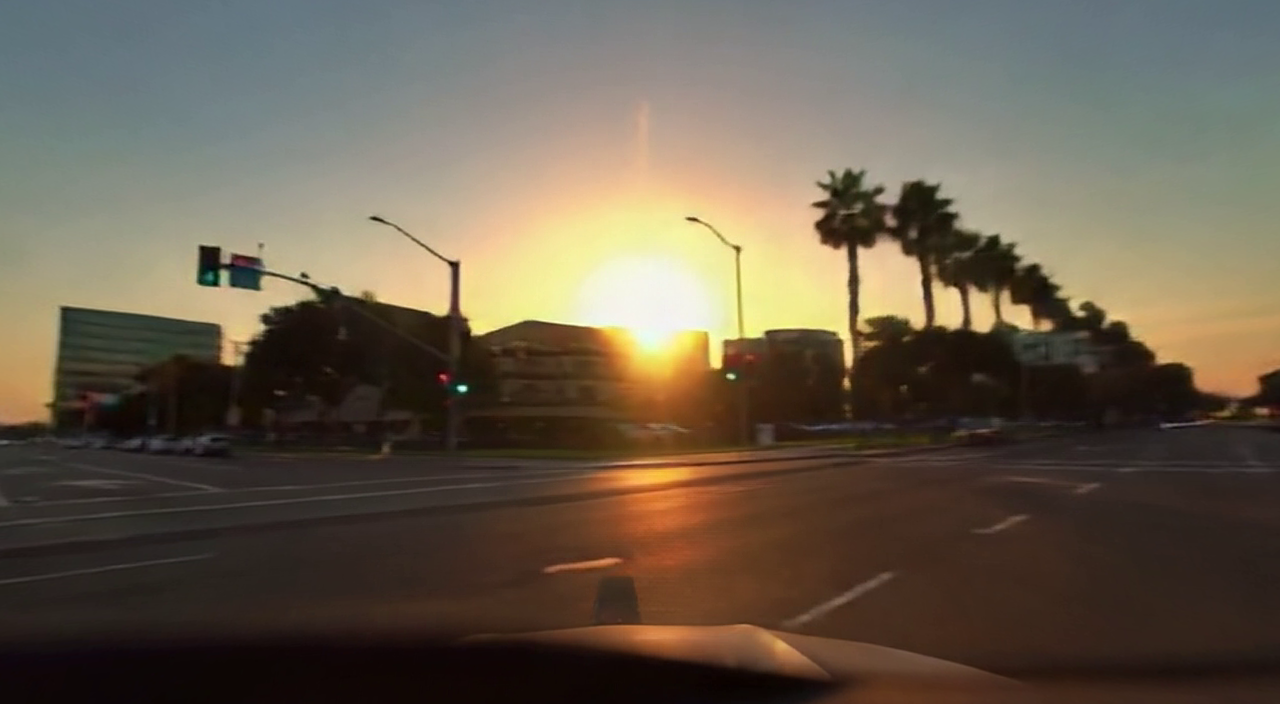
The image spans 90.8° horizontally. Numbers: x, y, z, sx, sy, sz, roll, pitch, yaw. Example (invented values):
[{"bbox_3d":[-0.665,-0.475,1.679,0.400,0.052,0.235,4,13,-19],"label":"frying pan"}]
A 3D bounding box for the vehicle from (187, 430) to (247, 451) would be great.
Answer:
[{"bbox_3d":[-30.103,6.325,44.898,4.605,1.456,1.870,-6,-11,34],"label":"vehicle"}]

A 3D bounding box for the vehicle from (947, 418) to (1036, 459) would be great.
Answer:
[{"bbox_3d":[14.005,3.463,25.046,2.149,1.477,4.186,-8,-11,40],"label":"vehicle"}]

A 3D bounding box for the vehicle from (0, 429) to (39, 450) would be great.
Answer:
[{"bbox_3d":[-47.067,6.546,47.076,4.386,1.481,2.037,-6,-10,31],"label":"vehicle"}]

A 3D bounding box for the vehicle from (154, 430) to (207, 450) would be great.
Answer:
[{"bbox_3d":[-35.937,6.918,49.329,4.549,1.452,1.846,-6,-11,35],"label":"vehicle"}]
